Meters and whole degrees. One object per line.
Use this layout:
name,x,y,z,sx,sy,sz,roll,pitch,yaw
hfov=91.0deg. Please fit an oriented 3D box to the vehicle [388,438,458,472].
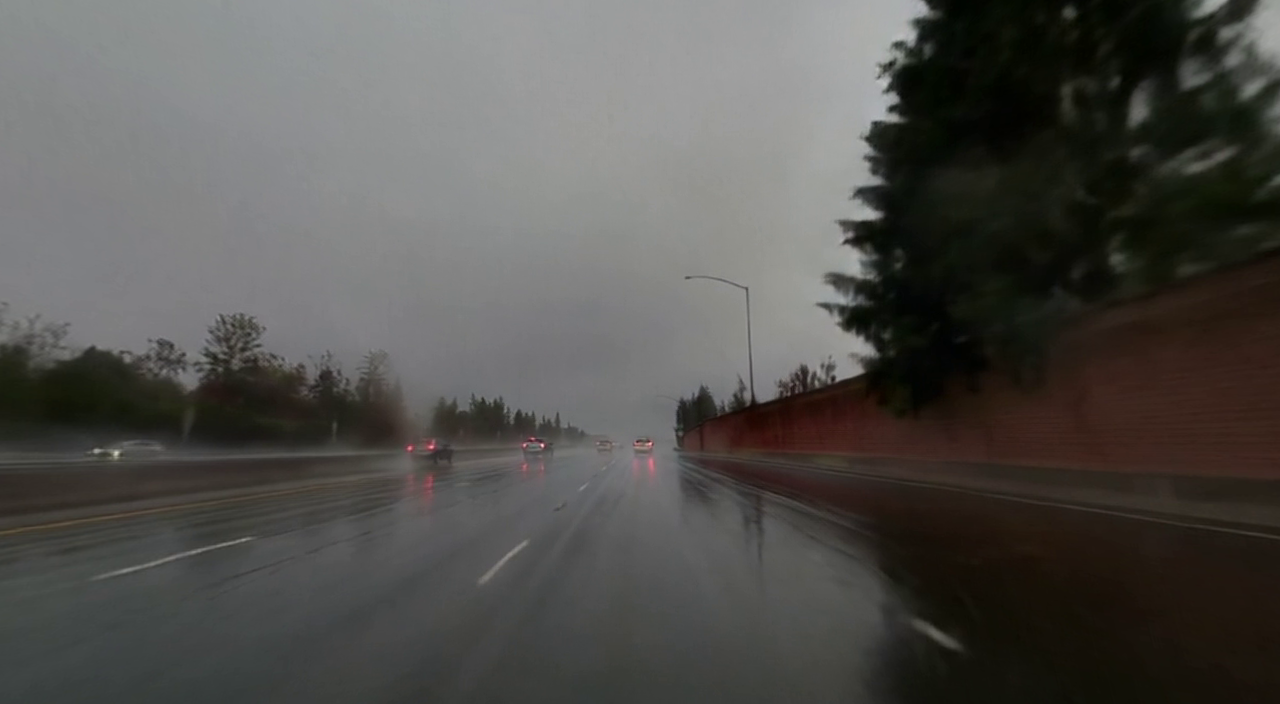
vehicle,-11.332,5.414,33.288,2.025,1.618,4.683,0,-9,0

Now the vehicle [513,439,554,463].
vehicle,-7.856,7.388,46.984,2.151,1.707,4.759,0,-8,1
